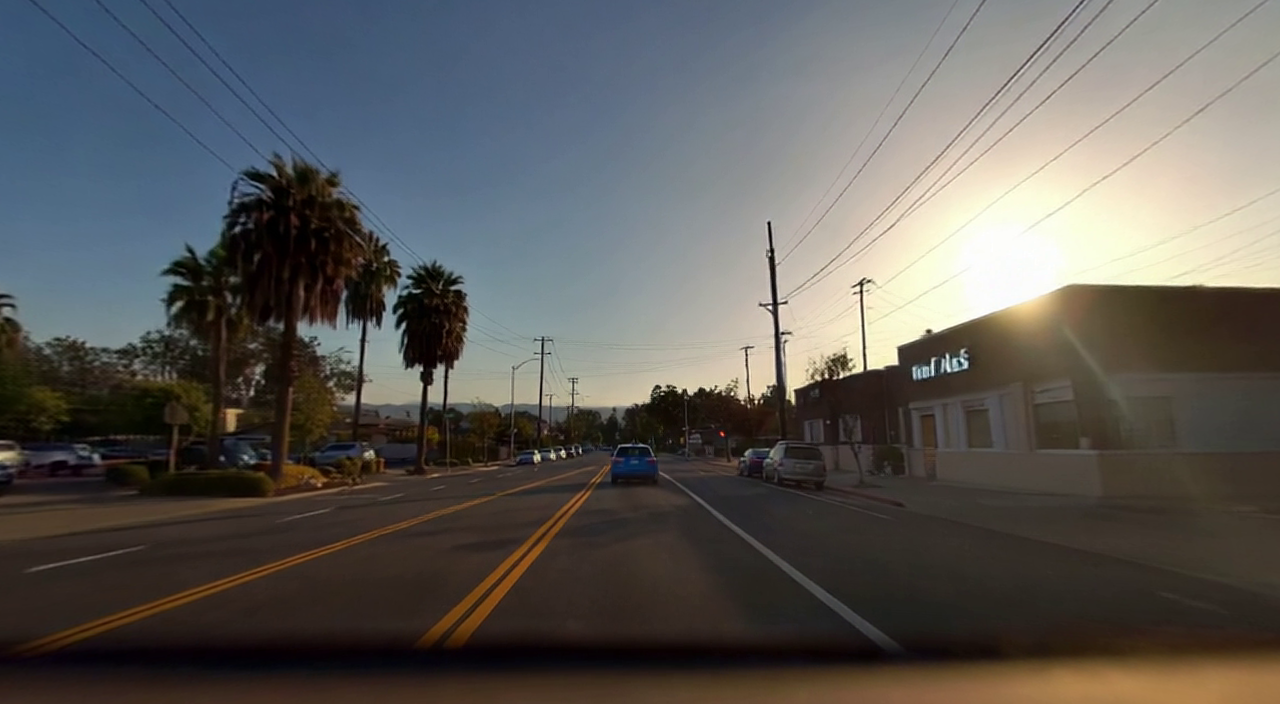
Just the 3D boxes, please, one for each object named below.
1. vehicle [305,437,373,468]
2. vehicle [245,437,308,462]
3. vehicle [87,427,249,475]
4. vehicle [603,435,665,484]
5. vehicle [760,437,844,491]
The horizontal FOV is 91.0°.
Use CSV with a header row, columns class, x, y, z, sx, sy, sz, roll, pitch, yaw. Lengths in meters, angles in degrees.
class,x,y,z,sx,sy,sz,roll,pitch,yaw
vehicle,-17.649,5.894,37.151,2.084,1.678,4.707,1,-9,-6
vehicle,-22.954,6.168,39.927,1.829,1.492,4.487,1,-9,-8
vehicle,-19.058,4.001,25.577,4.976,1.741,1.986,7,-11,-40
vehicle,-0.238,4.315,25.603,2.264,1.798,4.563,0,-9,-1
vehicle,5.929,4.151,23.623,1.945,1.791,4.460,0,-9,0
